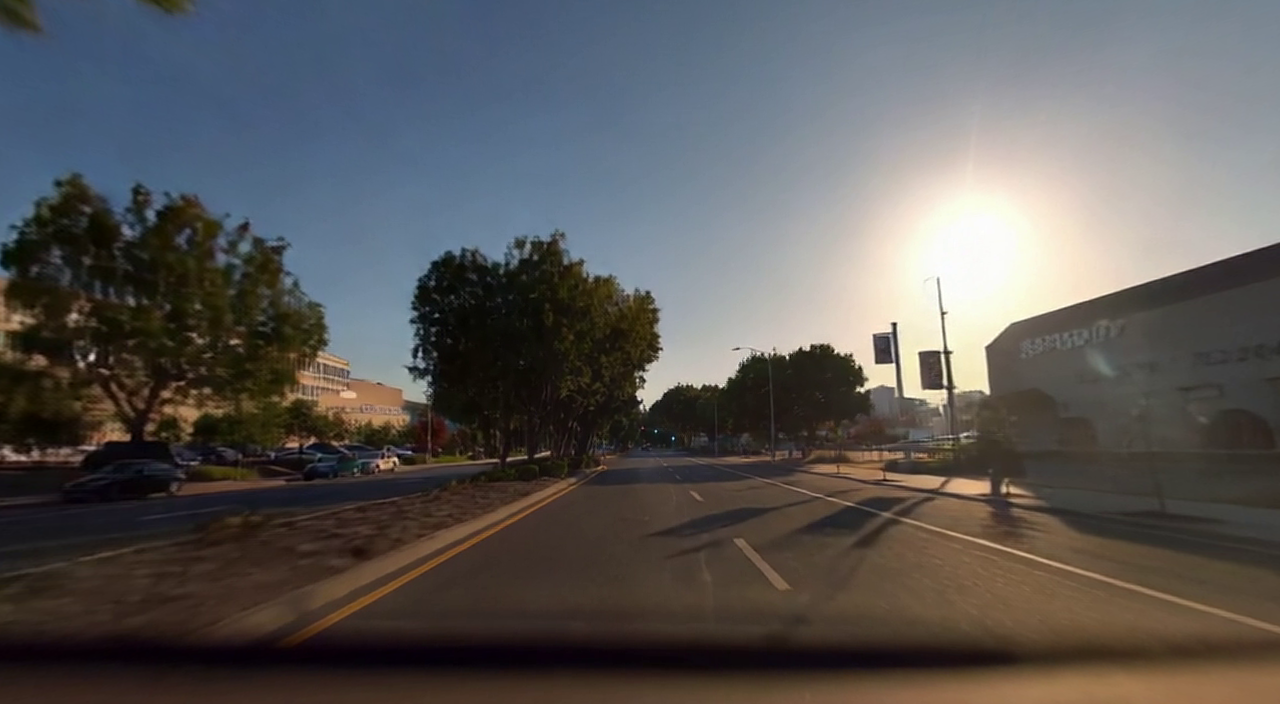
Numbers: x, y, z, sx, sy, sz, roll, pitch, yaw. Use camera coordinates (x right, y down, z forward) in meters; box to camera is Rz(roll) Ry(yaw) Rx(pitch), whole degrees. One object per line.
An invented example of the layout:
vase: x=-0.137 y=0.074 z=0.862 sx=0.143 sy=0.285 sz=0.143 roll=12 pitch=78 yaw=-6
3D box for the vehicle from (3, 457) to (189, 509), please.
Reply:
vehicle: x=-18.997 y=4.565 z=22.356 sx=2.121 sy=1.567 sz=5.042 roll=0 pitch=-9 yaw=-1

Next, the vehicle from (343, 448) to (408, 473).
vehicle: x=-18.706 y=7.684 z=44.725 sx=2.177 sy=1.656 sz=5.516 roll=0 pitch=-9 yaw=1

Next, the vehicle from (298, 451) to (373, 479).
vehicle: x=-18.796 y=6.969 z=39.007 sx=2.034 sy=1.562 sz=4.828 roll=-1 pitch=-9 yaw=3
